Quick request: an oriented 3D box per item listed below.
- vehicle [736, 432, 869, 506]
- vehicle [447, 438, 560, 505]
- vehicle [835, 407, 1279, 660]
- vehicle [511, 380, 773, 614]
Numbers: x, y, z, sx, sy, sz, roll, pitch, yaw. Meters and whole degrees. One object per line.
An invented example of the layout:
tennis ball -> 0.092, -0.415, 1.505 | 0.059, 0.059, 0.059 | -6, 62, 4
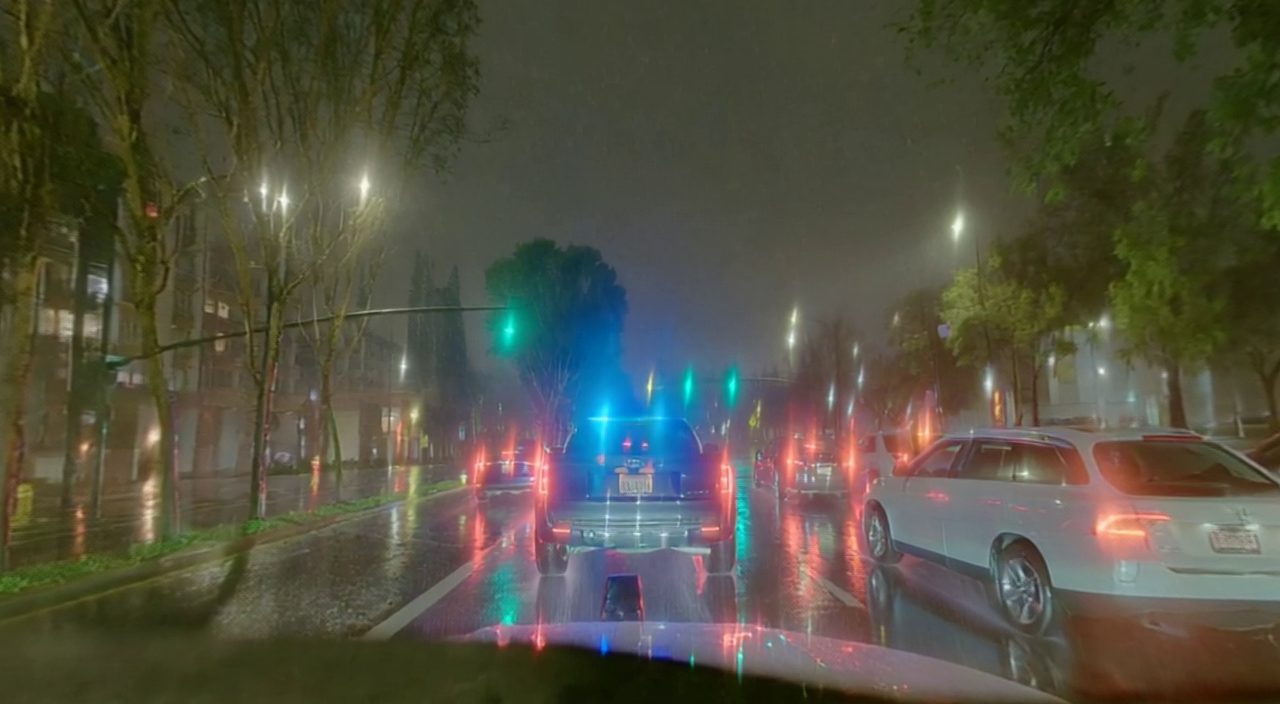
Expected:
vehicle -> 3.651, 2.706, 15.066 | 1.940, 1.474, 4.234 | 0, -8, -1
vehicle -> -3.307, 2.982, 16.227 | 1.913, 1.464, 4.276 | 0, -8, 0
vehicle -> 3.646, 1.408, 6.078 | 1.995, 1.483, 4.533 | 0, -8, -1
vehicle -> -0.033, 1.460, 7.275 | 2.038, 1.819, 4.505 | 0, -8, -1
